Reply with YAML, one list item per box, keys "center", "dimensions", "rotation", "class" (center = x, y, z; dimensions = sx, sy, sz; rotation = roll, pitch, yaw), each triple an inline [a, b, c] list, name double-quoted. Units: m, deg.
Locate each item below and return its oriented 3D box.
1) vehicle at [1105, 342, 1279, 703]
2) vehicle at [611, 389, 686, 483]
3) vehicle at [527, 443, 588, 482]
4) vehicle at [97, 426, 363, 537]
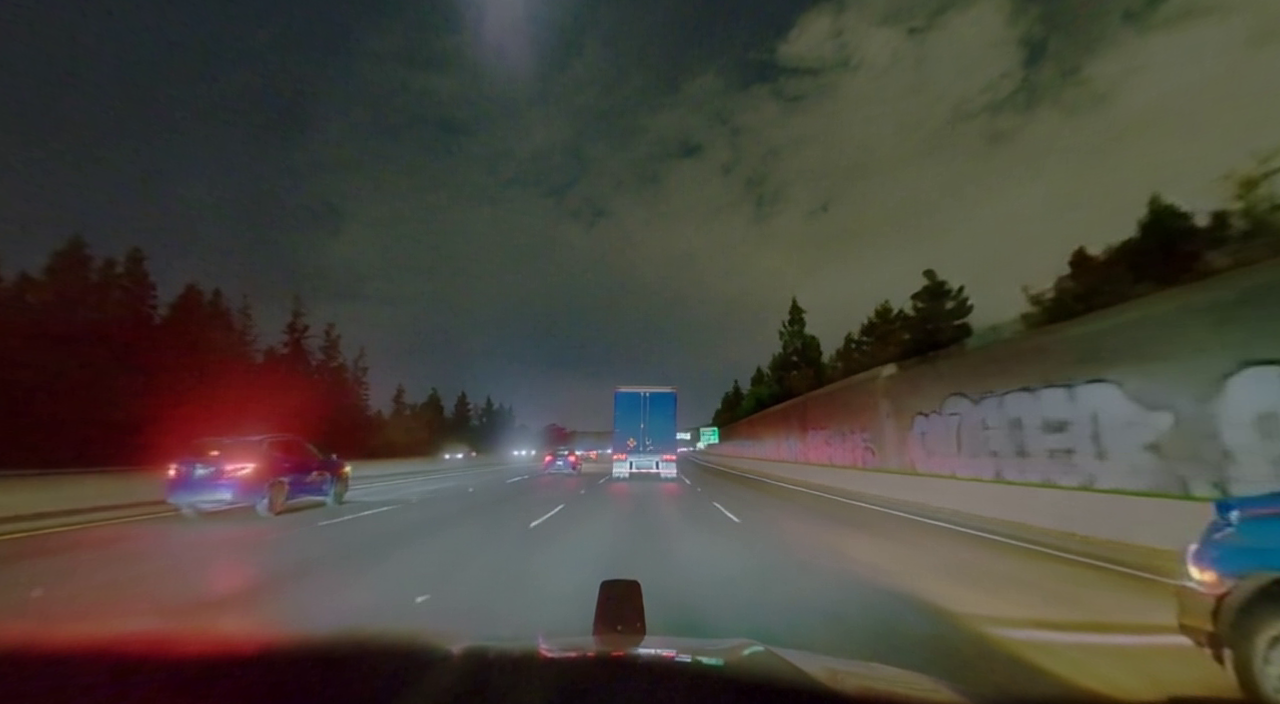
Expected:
- center: [3.660, 0.596, 1.157]
  dimensions: [2.205, 1.689, 4.403]
  rotation: [0, -9, 0]
  class: "vehicle"
- center: [0.247, 4.068, 29.769]
  dimensions: [2.915, 3.661, 9.741]
  rotation: [0, -9, -1]
  class: "vehicle"
- center: [-3.388, 4.654, 26.763]
  dimensions: [2.020, 1.505, 4.171]
  rotation: [0, -9, 0]
  class: "vehicle"
- center: [-6.938, 2.221, 11.332]
  dimensions: [2.005, 1.607, 4.042]
  rotation: [0, -9, 0]
  class: "vehicle"
